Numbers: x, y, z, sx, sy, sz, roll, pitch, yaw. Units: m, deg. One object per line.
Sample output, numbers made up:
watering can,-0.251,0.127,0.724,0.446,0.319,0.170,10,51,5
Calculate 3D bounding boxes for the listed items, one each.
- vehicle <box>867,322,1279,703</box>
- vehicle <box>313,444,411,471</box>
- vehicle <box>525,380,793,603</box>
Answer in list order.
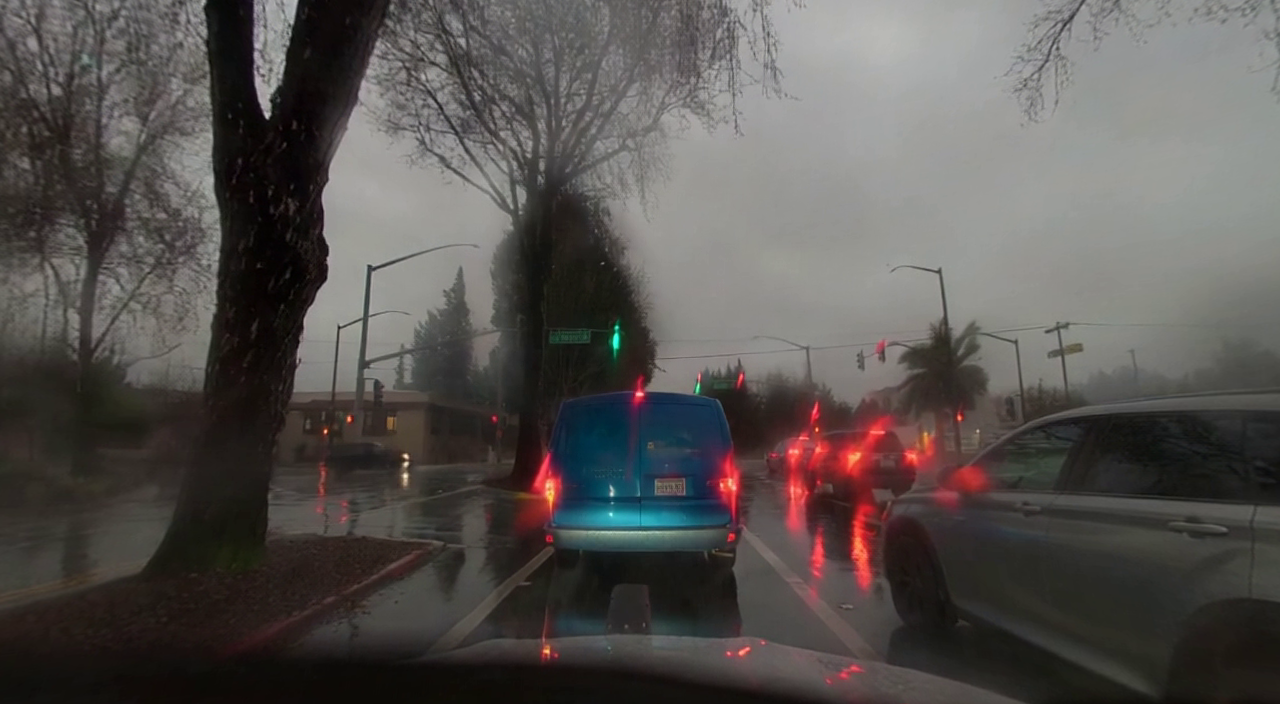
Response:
vehicle,2.893,0.950,3.178,1.971,1.663,4.287,0,-8,2
vehicle,-15.808,6.008,36.002,4.664,1.449,1.992,1,-8,-7
vehicle,0.171,1.466,7.440,2.185,1.822,4.391,0,-8,0
